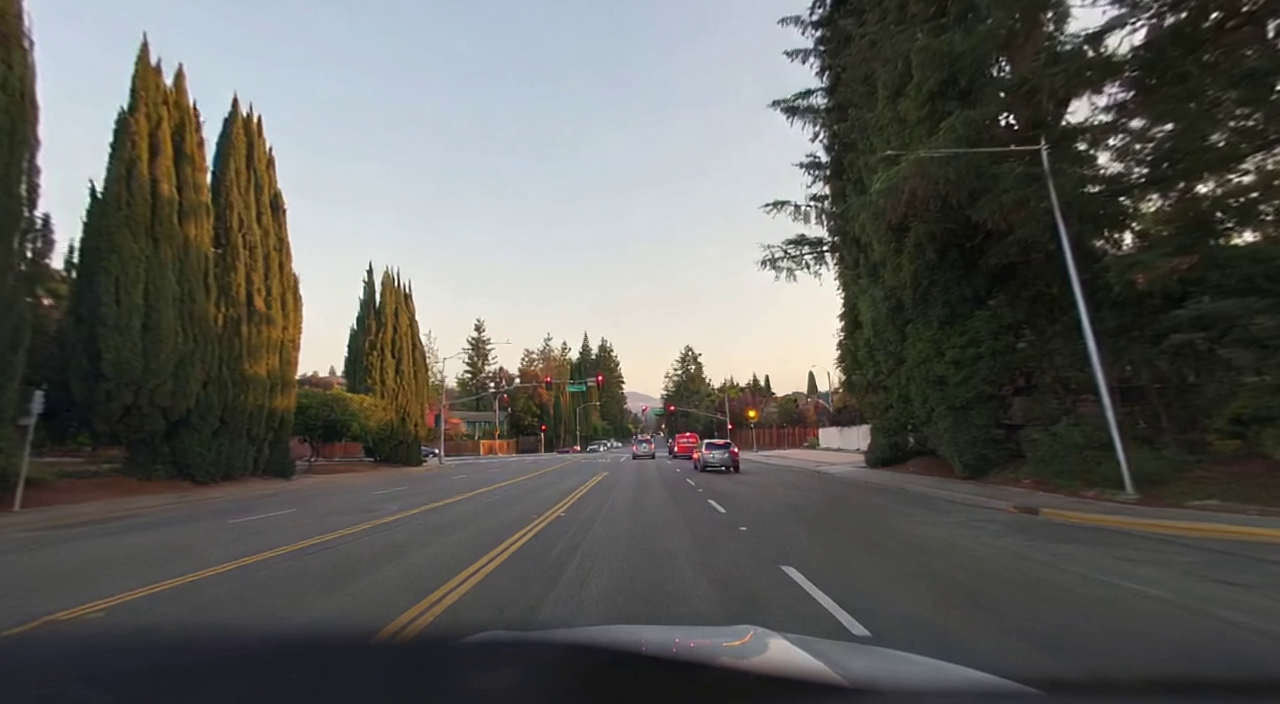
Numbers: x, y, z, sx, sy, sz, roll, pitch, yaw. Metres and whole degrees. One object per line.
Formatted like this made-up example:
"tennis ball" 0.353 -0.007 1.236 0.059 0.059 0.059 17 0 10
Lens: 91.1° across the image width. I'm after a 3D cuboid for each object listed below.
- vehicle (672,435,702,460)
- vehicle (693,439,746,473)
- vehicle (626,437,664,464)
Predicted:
"vehicle" 3.681 7.524 49.470 2.059 1.924 4.257 0 -9 0
"vehicle" 3.727 4.990 30.323 1.934 1.506 4.544 0 -9 -1
"vehicle" 0.333 6.437 41.035 2.321 1.624 4.367 0 -9 1
